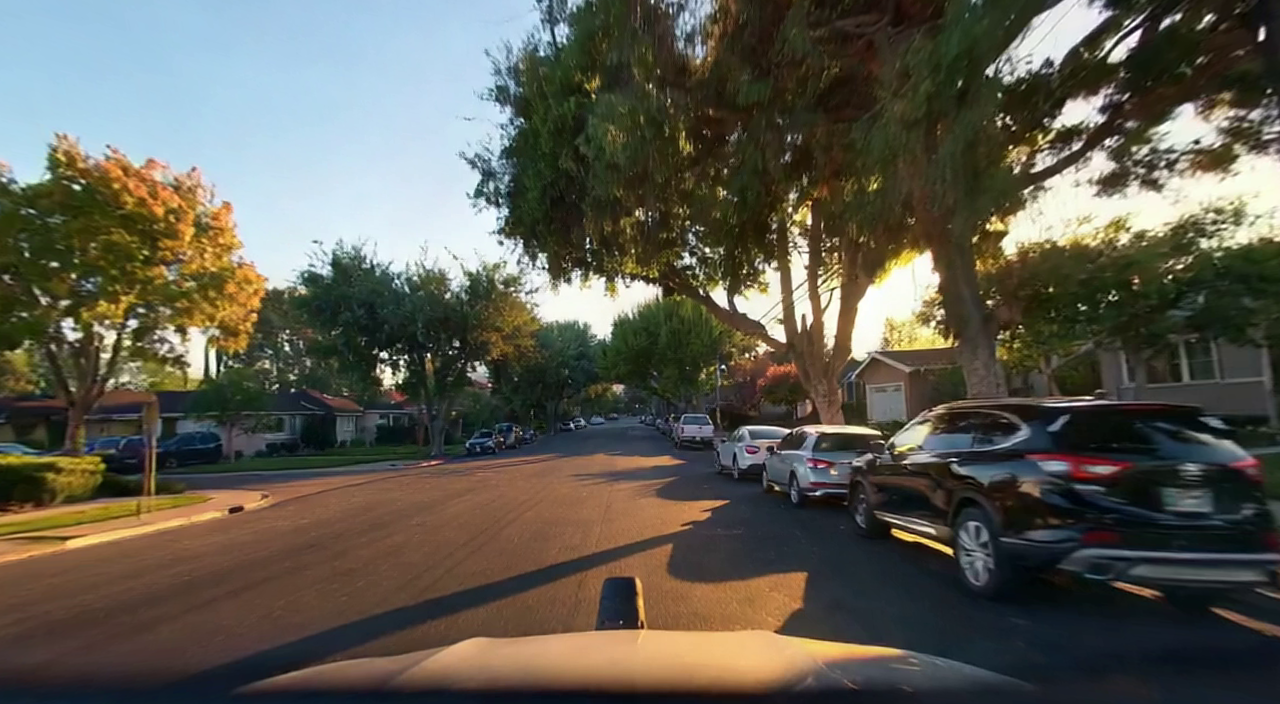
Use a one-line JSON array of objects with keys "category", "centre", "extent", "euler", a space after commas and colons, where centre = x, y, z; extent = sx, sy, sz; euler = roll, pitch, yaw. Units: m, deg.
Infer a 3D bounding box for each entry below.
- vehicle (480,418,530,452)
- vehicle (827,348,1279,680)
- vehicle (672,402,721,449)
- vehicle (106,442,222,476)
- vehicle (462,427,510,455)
[{"category": "vehicle", "centre": [-8.610, 5.327, 40.696], "extent": [2.163, 1.841, 4.679], "euler": [-6, -7, -1]}, {"category": "vehicle", "centre": [3.671, 1.248, 6.024], "extent": [2.208, 1.863, 4.799], "euler": [0, -8, -1]}, {"category": "vehicle", "centre": [3.027, 4.139, 34.968], "extent": [2.233, 2.453, 3.787], "euler": [0, -8, -2]}, {"category": "vehicle", "centre": [-22.615, 5.065, 30.256], "extent": [1.813, 1.499, 4.321], "euler": [-1, -8, 8]}, {"category": "vehicle", "centre": [-8.468, 4.957, 35.105], "extent": [1.821, 1.476, 4.060], "euler": [0, -8, -3]}]
